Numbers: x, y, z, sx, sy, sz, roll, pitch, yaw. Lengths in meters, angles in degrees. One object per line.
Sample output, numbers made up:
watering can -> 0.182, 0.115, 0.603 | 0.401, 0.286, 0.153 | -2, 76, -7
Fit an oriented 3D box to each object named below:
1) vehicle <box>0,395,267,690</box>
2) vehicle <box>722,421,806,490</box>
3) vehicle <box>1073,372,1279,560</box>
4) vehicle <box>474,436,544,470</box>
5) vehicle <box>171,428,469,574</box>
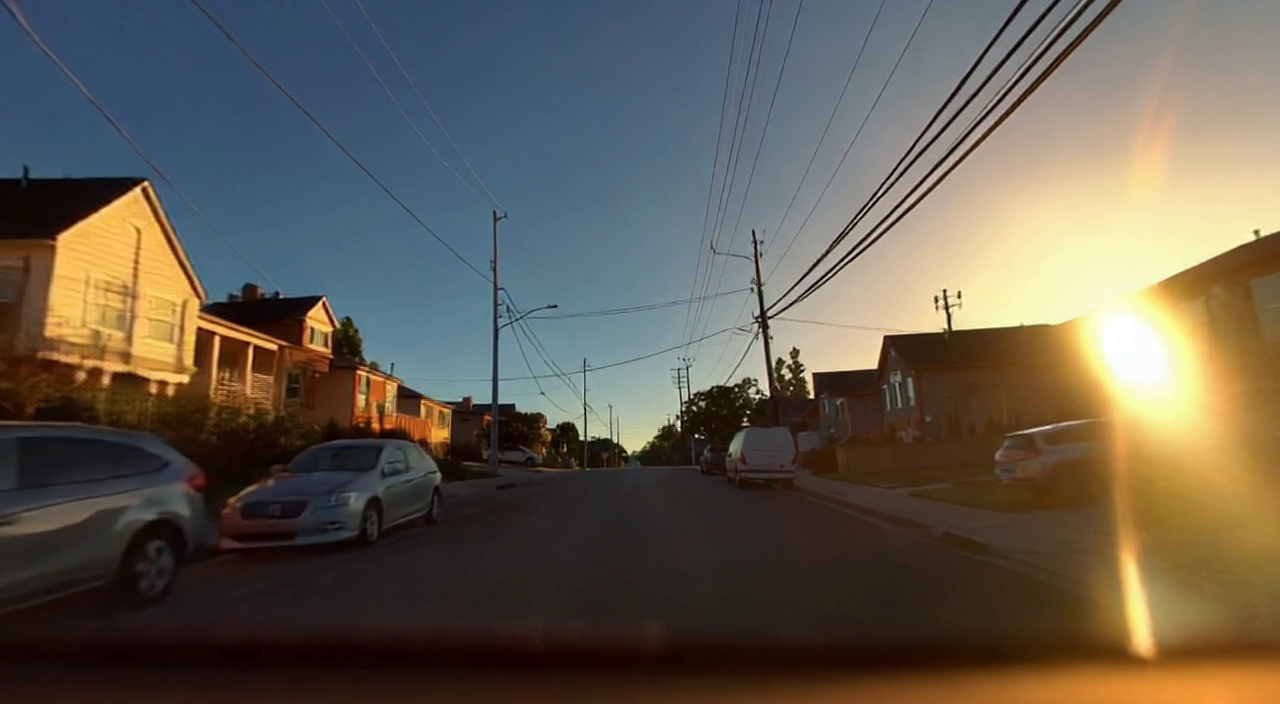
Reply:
vehicle -> -4.636, 1.106, 4.033 | 1.967, 1.656, 3.924 | 3, -6, 1
vehicle -> 4.340, 3.670, 22.874 | 2.343, 2.229, 4.199 | 0, -8, 3
vehicle -> 8.681, 1.030, 7.273 | 5.615, 1.787, 2.014 | -7, -10, 3
vehicle -> -7.908, 6.112, 38.384 | 3.684, 1.628, 1.792 | 4, -5, 3
vehicle -> -4.118, 1.900, 9.201 | 1.960, 1.507, 4.542 | -1, -6, 0
